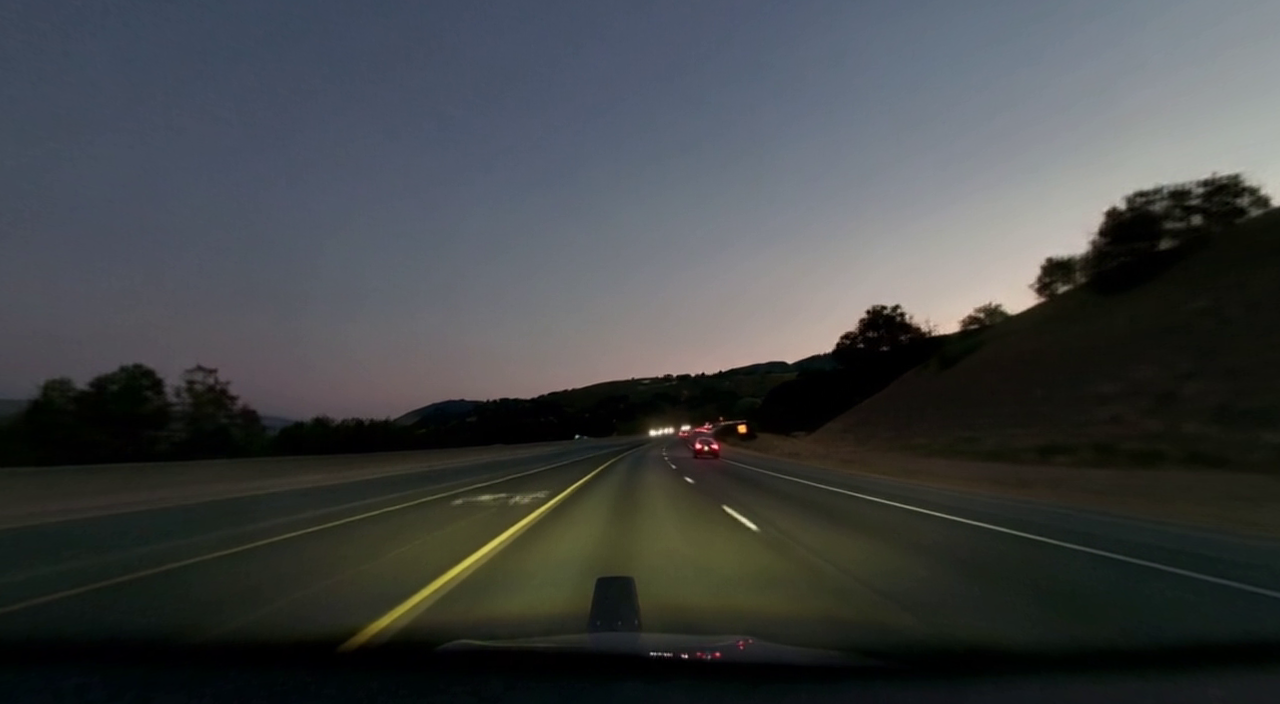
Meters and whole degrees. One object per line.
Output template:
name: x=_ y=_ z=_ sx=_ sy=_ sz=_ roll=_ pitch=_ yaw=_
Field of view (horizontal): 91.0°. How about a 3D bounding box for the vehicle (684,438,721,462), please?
vehicle: x=4.003 y=6.353 z=40.975 sx=1.943 sy=1.490 sz=4.246 roll=0 pitch=-8 yaw=0
